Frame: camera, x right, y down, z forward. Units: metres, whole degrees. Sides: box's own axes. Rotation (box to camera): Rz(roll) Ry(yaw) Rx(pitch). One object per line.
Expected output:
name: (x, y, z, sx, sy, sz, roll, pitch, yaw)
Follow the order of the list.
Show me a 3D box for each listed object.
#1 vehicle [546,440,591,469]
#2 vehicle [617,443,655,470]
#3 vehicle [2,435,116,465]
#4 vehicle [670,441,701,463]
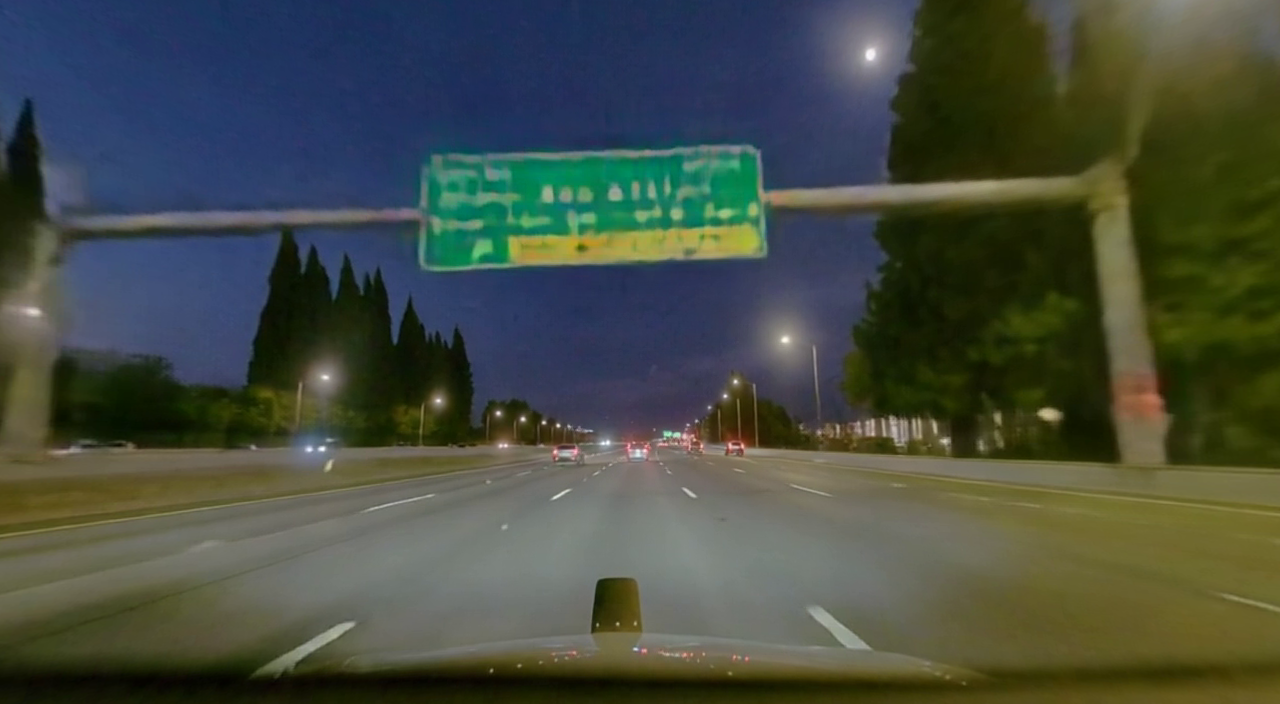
vehicle: (-4.468, 6.473, 40.174, 2.260, 1.706, 4.177, 0, -8, 1)
vehicle: (-0.235, 6.112, 37.348, 2.146, 1.485, 4.332, 0, -8, 0)
vehicle: (-38.269, 6.487, 41.952, 2.353, 1.858, 5.435, 0, -8, 0)
vehicle: (3.481, 7.753, 49.312, 2.084, 1.624, 3.935, 0, -8, 0)
